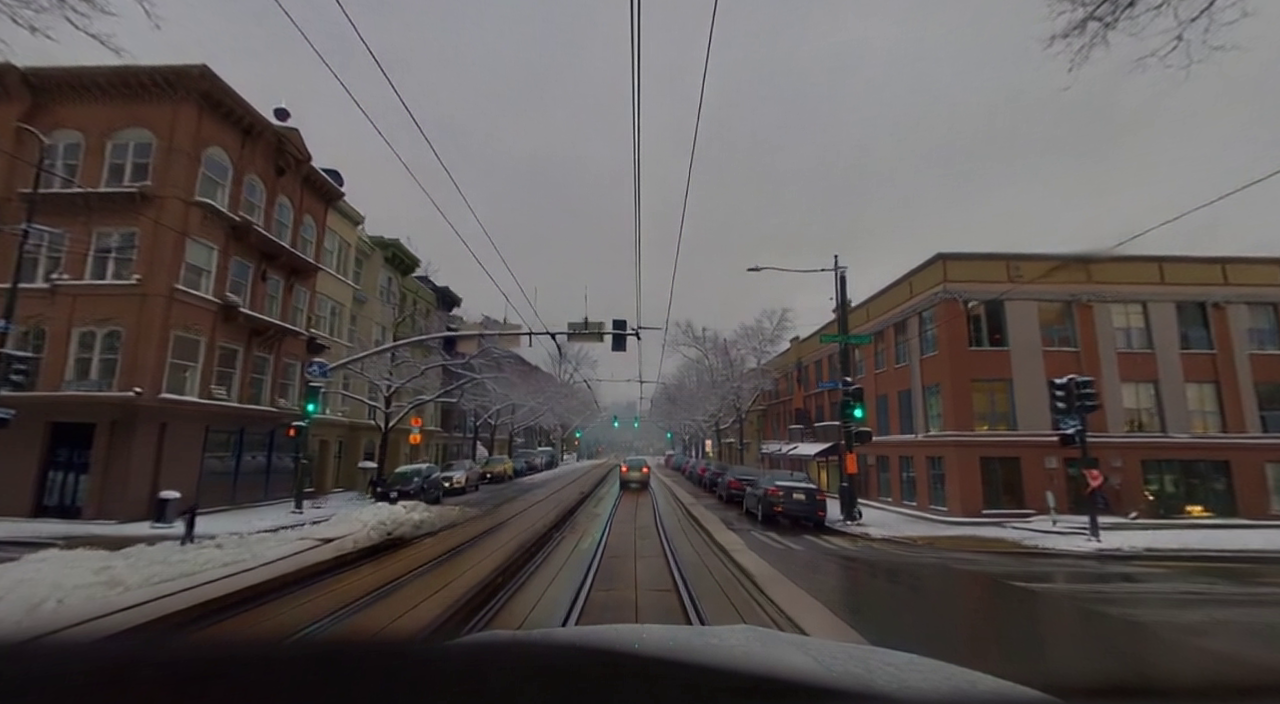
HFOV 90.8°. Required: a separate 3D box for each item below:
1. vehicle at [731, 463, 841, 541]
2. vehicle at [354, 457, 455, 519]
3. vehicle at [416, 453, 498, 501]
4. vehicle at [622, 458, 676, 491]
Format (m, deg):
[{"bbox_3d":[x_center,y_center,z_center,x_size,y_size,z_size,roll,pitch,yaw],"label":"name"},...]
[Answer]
[{"bbox_3d":[3.844,4.019,17.482,1.929,1.723,4.134,0,-8,-2],"label":"vehicle"},{"bbox_3d":[-7.421,4.463,20.335,1.779,1.588,3.953,2,-17,-2],"label":"vehicle"},{"bbox_3d":[-7.420,5.223,26.117,1.861,1.751,4.550,1,-13,2],"label":"vehicle"},{"bbox_3d":[0.410,6.427,33.444,1.984,1.571,3.404,2,-9,-15],"label":"vehicle"}]
